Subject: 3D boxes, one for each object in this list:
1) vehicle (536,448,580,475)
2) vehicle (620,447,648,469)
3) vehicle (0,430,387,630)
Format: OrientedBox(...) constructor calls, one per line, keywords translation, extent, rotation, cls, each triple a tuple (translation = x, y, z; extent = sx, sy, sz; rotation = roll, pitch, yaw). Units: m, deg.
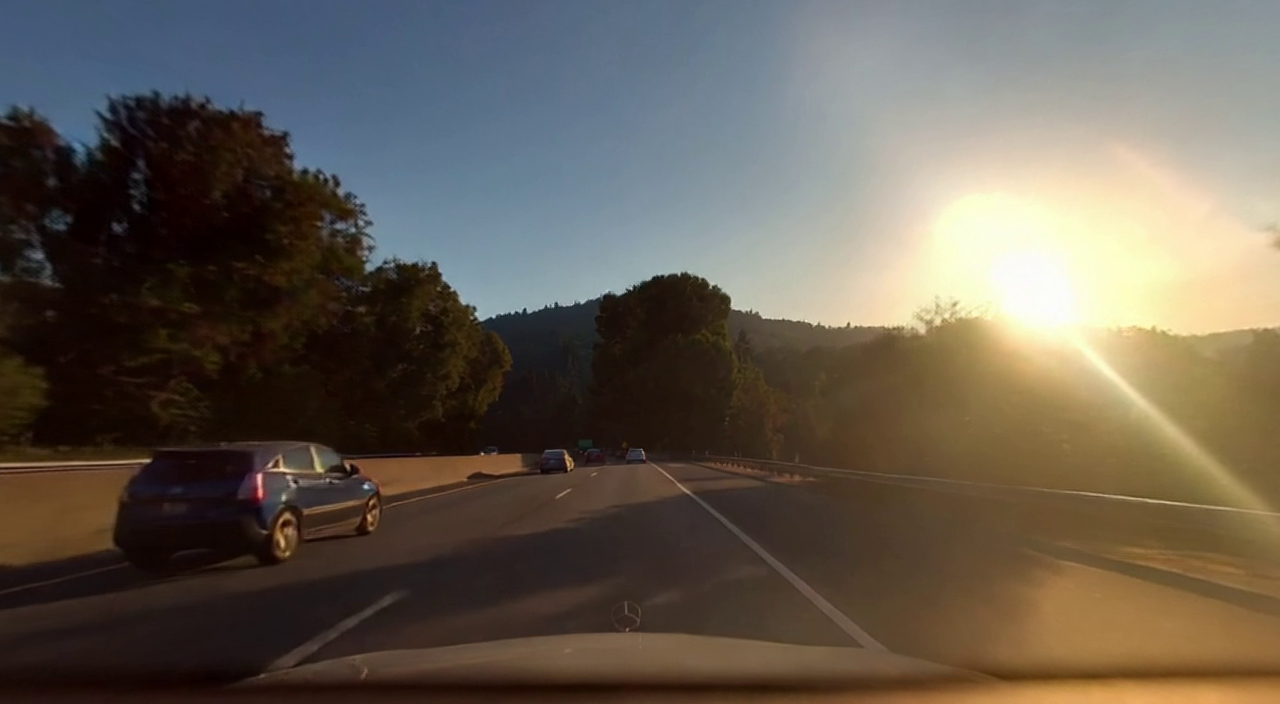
OrientedBox(translation=(-4.738, 6.375, 37.024), extent=(2.052, 1.468, 4.390), rotation=(0, -9, -1), cls="vehicle")
OrientedBox(translation=(-0.510, 8.261, 49.304), extent=(2.070, 1.603, 4.806), rotation=(0, -9, -2), cls="vehicle")
OrientedBox(translation=(-4.637, 1.688, 7.044), extent=(1.838, 1.508, 4.317), rotation=(0, -9, 0), cls="vehicle")
